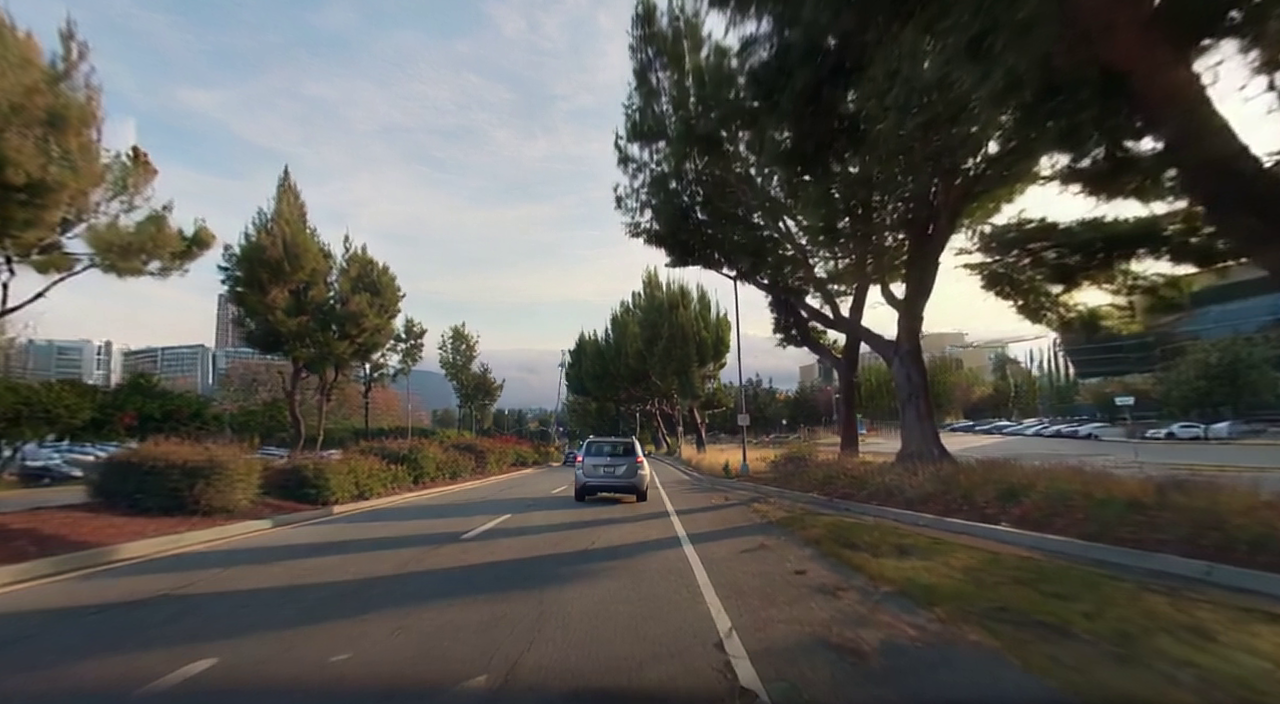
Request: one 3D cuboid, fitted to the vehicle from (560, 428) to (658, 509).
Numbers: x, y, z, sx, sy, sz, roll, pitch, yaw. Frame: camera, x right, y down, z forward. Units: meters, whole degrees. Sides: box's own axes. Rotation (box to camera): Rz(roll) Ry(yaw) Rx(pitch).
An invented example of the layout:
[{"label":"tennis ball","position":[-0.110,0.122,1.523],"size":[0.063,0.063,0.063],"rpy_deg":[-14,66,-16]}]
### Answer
[{"label":"vehicle","position":[-0.680,2.897,16.042],"size":[2.131,1.761,4.242],"rpy_deg":[0,-9,0]}]
